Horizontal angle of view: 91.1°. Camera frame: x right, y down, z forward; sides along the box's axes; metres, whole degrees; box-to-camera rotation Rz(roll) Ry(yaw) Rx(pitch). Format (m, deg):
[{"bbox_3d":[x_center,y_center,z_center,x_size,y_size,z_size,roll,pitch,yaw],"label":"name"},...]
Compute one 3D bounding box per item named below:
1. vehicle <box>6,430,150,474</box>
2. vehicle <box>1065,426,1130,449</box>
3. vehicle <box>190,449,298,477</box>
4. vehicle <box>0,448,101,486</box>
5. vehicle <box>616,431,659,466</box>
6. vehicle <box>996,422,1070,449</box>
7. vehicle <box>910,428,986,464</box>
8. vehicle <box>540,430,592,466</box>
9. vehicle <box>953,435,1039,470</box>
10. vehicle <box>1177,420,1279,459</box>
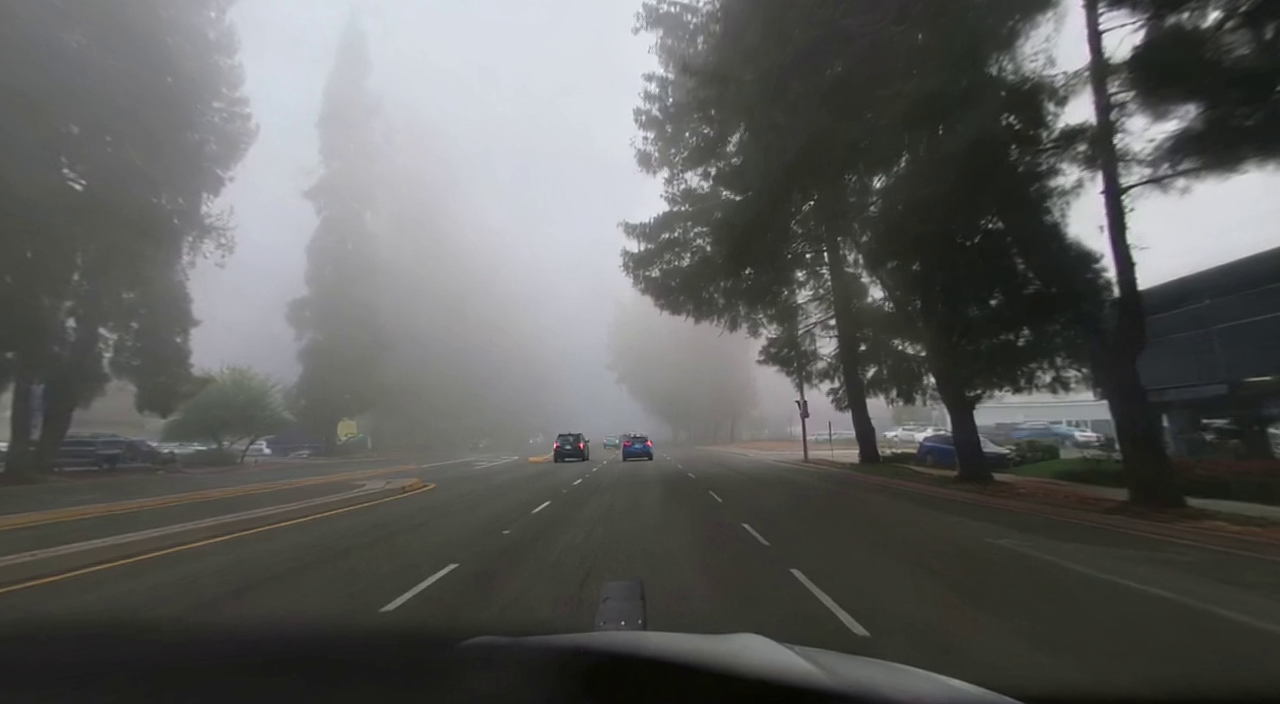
[{"bbox_3d":[-35.410,6.286,39.674,6.696,2.642,2.566,0,-8,4],"label":"vehicle"},{"bbox_3d":[35.071,6.600,48.224,1.903,1.630,3.895,0,-8,-1],"label":"vehicle"},{"bbox_3d":[-21.804,6.103,34.799,2.026,1.425,4.595,-4,-9,26],"label":"vehicle"},{"bbox_3d":[-28.205,5.294,29.192,4.578,1.662,2.064,-1,-9,8],"label":"vehicle"},{"bbox_3d":[-0.103,4.882,31.884,2.042,1.641,4.187,0,-8,0],"label":"vehicle"},{"bbox_3d":[30.483,6.563,48.911,2.225,1.995,5.253,0,-8,-1],"label":"vehicle"},{"bbox_3d":[14.813,4.485,30.100,1.944,1.595,4.090,-8,-12,44],"label":"vehicle"},{"bbox_3d":[-3.772,5.004,32.835,2.113,1.713,4.422,0,-8,1],"label":"vehicle"},{"bbox_3d":[14.864,4.153,26.135,3.703,1.353,1.993,8,-11,-42],"label":"vehicle"},{"bbox_3d":[33.382,4.737,34.579,2.214,1.871,5.919,-1,-6,-3],"label":"vehicle"}]
